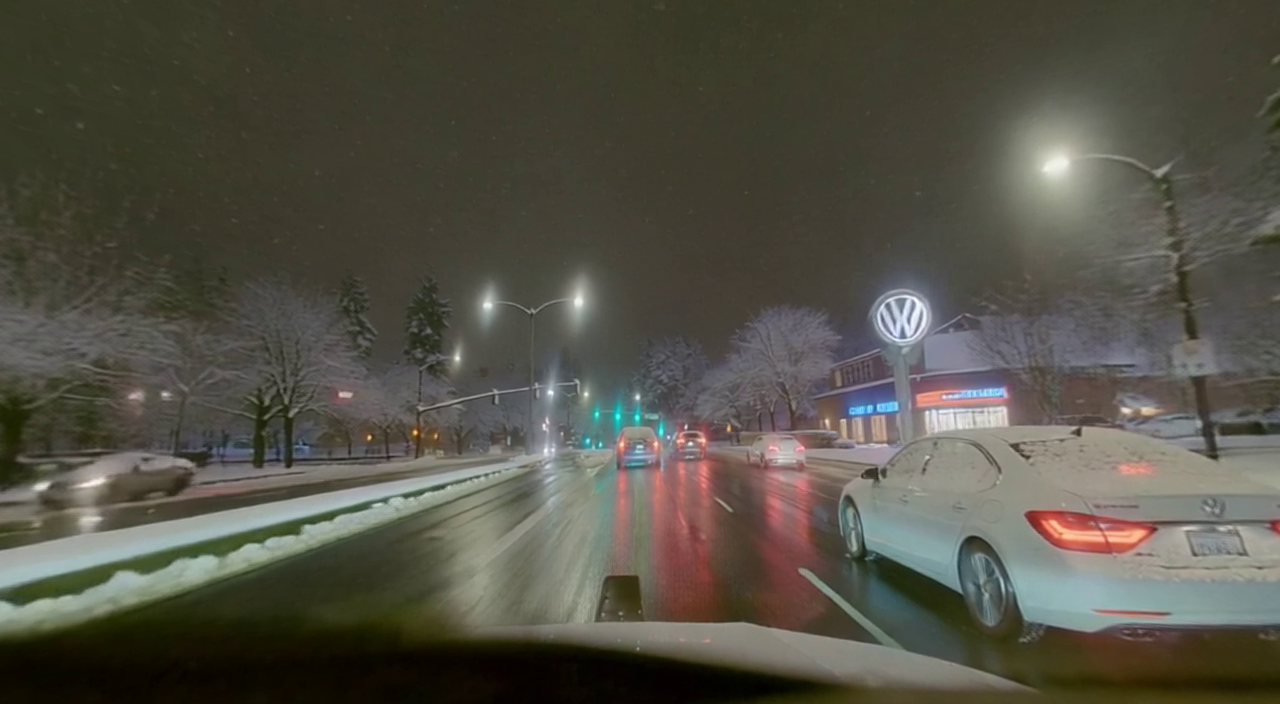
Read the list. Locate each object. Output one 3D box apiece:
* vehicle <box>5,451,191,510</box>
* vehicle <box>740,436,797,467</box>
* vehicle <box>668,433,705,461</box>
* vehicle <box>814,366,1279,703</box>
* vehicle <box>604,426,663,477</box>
[{"bbox_3d":[-17.110,4.018,20.354,1.984,1.492,4.677,-4,-8,-1],"label":"vehicle"},{"bbox_3d":[6.321,4.960,31.576,1.883,1.452,4.258,0,-8,-1],"label":"vehicle"},{"bbox_3d":[3.056,6.323,42.215,2.000,1.745,4.206,0,-8,-2],"label":"vehicle"},{"bbox_3d":[3.208,1.216,5.246,2.153,1.658,4.485,0,-8,-1],"label":"vehicle"},{"bbox_3d":[-0.250,3.873,24.723,2.106,1.798,4.168,0,-8,-1],"label":"vehicle"}]
